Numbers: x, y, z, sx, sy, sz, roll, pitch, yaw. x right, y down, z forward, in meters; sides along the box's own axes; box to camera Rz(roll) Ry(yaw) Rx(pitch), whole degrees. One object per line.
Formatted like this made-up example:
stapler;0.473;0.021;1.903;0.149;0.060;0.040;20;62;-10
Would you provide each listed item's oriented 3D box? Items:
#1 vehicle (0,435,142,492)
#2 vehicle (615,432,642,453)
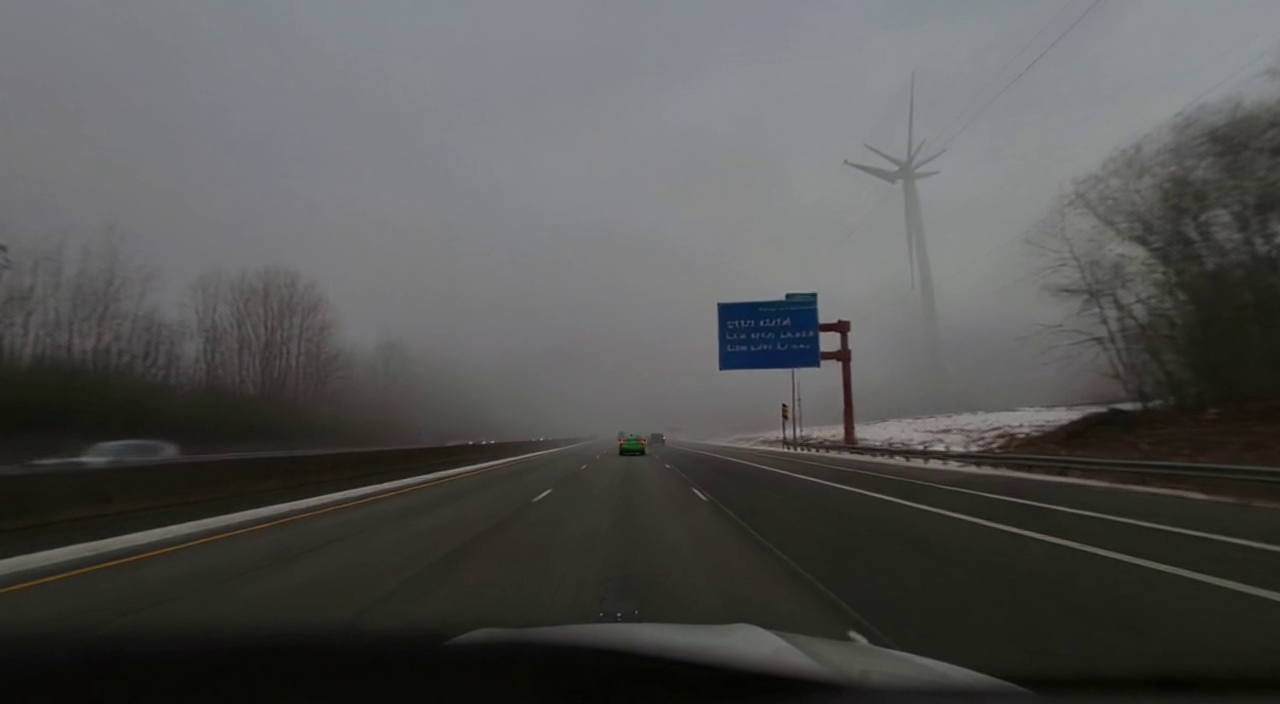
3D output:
vehicle;-19.990;3.764;21.763;1.937;1.726;4.368;0;-8;-1
vehicle;-0.892;6.762;47.013;1.892;1.496;3.575;0;-8;-2
